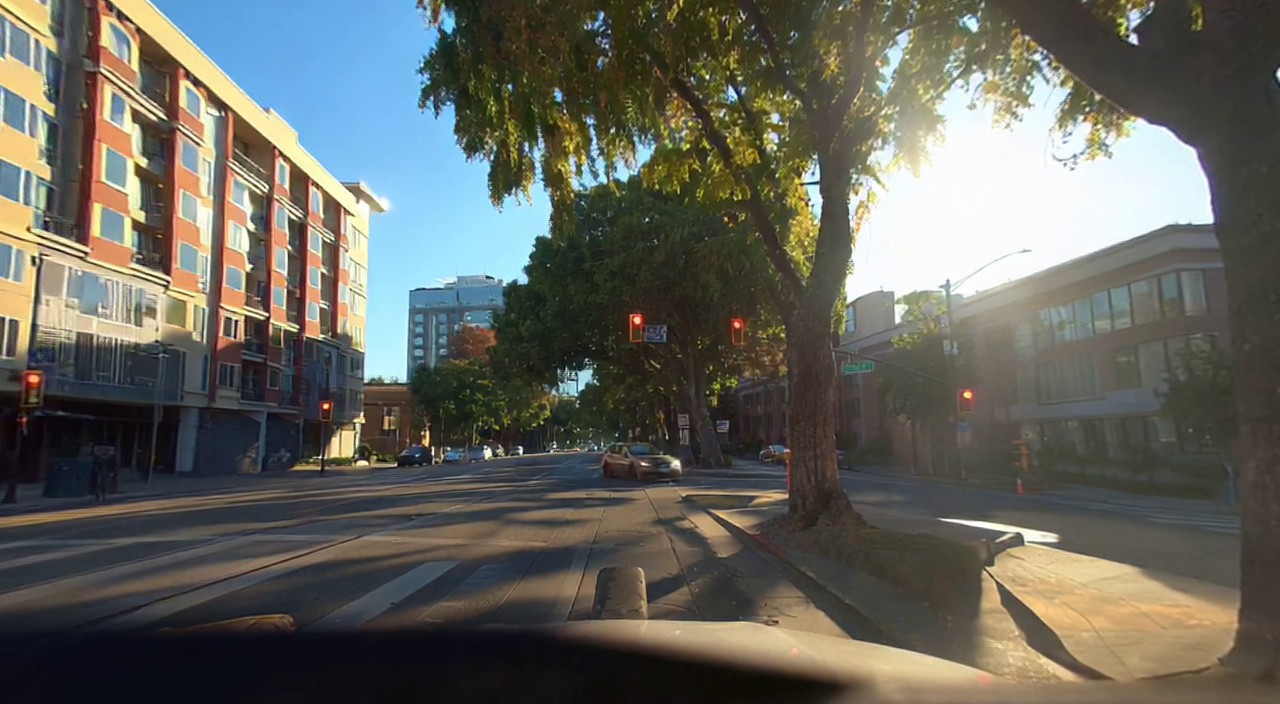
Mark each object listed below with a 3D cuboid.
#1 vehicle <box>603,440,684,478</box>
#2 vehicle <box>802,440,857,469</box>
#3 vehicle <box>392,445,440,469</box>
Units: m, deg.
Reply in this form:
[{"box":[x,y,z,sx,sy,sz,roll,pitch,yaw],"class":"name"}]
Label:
[{"box":[0.022,4.496,26.909,1.933,1.460,4.683,3,-9,-20],"class":"vehicle"},{"box":[13.053,7.109,43.830,2.181,1.876,4.723,0,-8,-2],"class":"vehicle"},{"box":[-16.483,7.721,46.757,2.075,1.708,4.335,0,-8,-1],"class":"vehicle"}]
